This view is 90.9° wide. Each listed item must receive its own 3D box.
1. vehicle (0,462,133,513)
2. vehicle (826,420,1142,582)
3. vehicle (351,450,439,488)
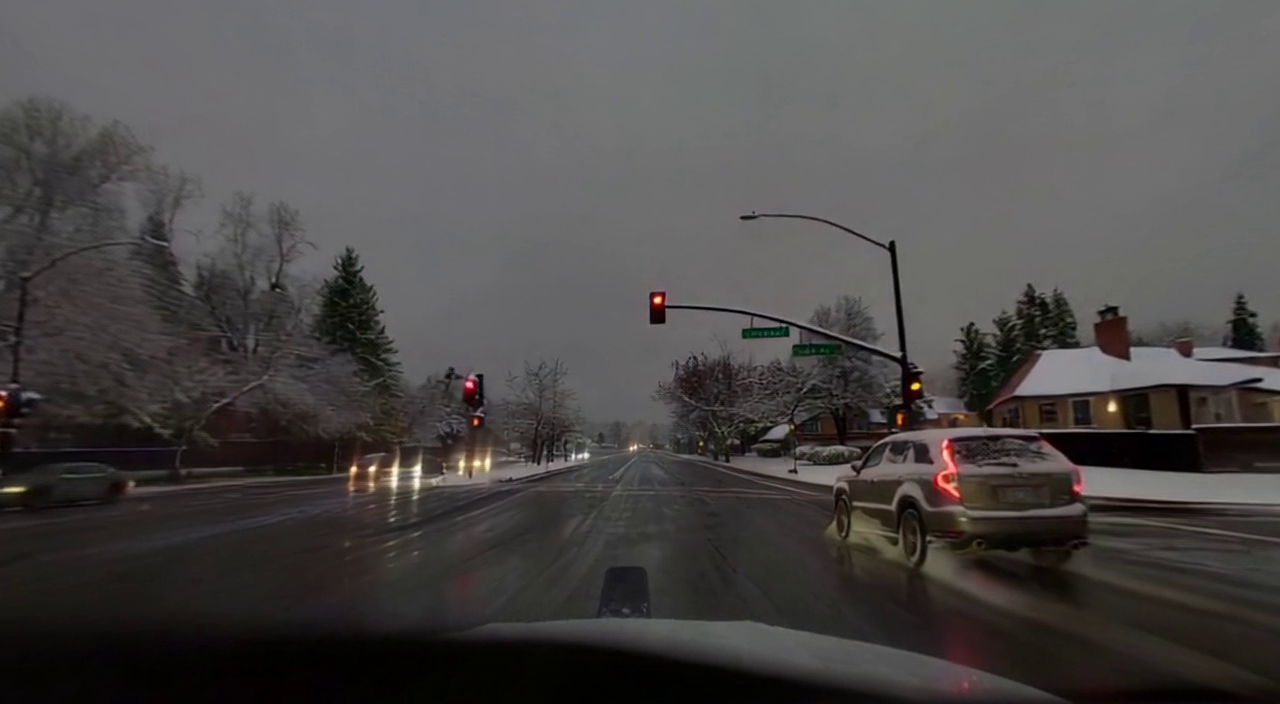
[{"bbox_3d":[-20.723,4.679,22.185,1.844,1.494,4.706,0,-9,0],"label":"vehicle"},{"bbox_3d":[3.972,1.757,8.136,2.018,1.591,3.564,0,-9,0],"label":"vehicle"},{"bbox_3d":[-10.339,4.933,26.970,2.029,1.453,4.188,0,-9,1],"label":"vehicle"}]
